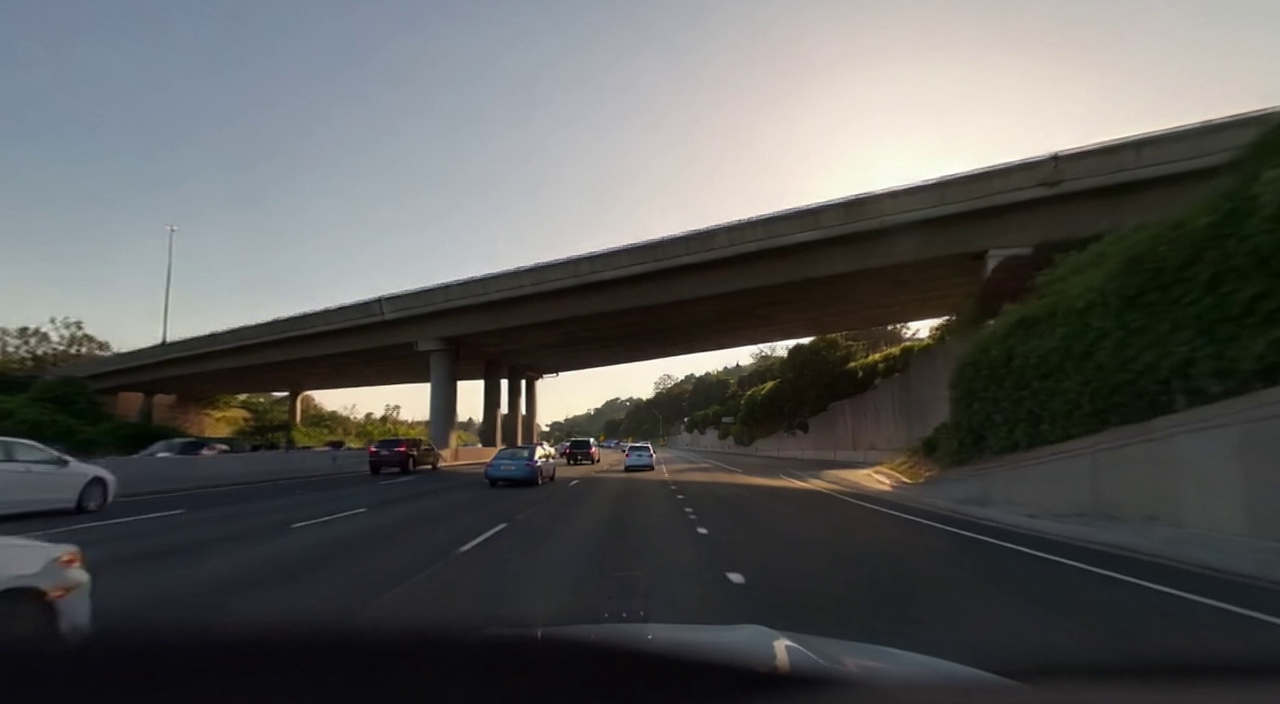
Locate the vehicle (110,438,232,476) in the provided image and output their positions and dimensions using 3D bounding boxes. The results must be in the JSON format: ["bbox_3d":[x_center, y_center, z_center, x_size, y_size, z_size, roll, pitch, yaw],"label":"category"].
[{"bbox_3d":[-21.826,4.869,29.527,1.977,1.602,4.794,0,-8,1],"label":"vehicle"}]

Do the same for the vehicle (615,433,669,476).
[{"bbox_3d":[0.069,4.380,27.166,2.160,1.678,4.178,0,-8,0],"label":"vehicle"}]

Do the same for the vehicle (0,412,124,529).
[{"bbox_3d":[-11.069,1.813,9.554,2.119,1.816,5.019,0,-8,0],"label":"vehicle"}]

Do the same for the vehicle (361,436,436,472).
[{"bbox_3d":[-11.871,5.006,31.211,1.954,1.640,4.339,0,-8,1],"label":"vehicle"}]

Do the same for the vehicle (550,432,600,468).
[{"bbox_3d":[-3.574,5.523,35.616,2.237,1.841,4.683,0,-8,1],"label":"vehicle"}]

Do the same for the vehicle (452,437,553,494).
[{"bbox_3d":[-4.003,3.372,19.141,1.997,1.490,4.471,0,-8,1],"label":"vehicle"}]
